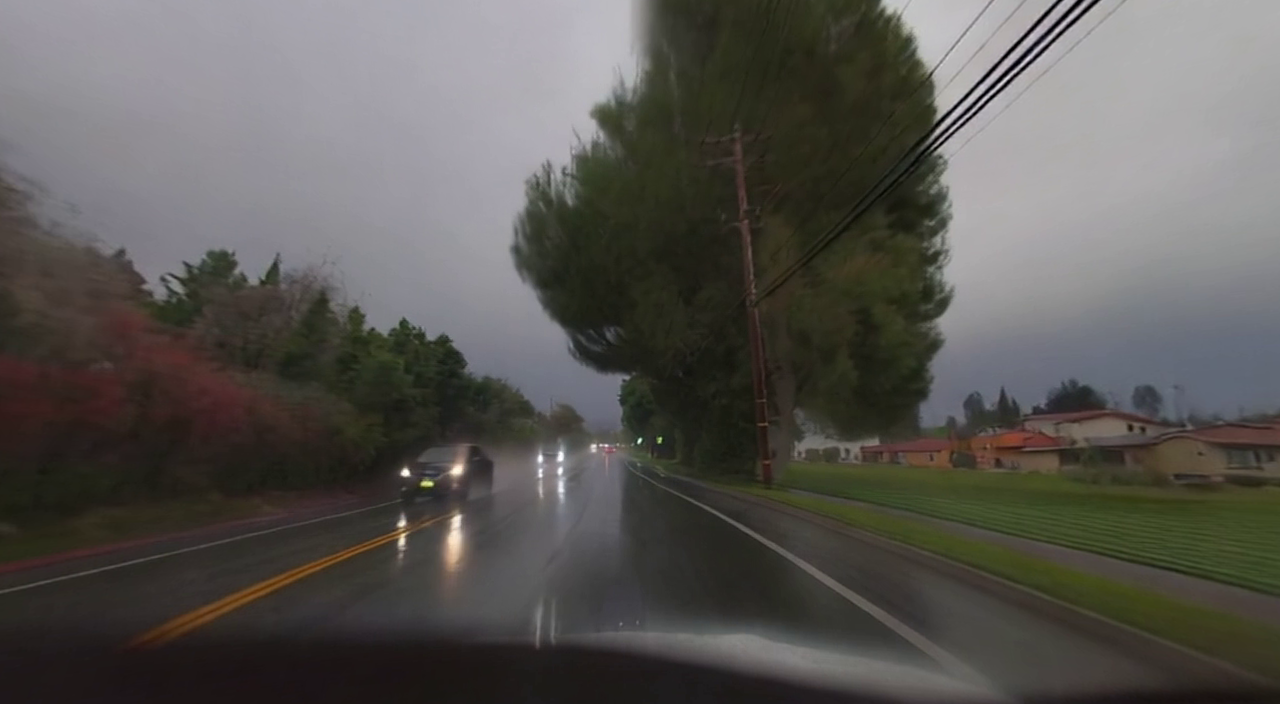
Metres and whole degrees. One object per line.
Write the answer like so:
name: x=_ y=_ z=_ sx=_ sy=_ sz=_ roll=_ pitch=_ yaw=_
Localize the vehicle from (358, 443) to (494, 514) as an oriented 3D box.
vehicle: x=-5.653 y=3.360 z=17.415 sx=2.121 sy=1.653 sz=4.510 roll=0 pitch=-8 yaw=0
